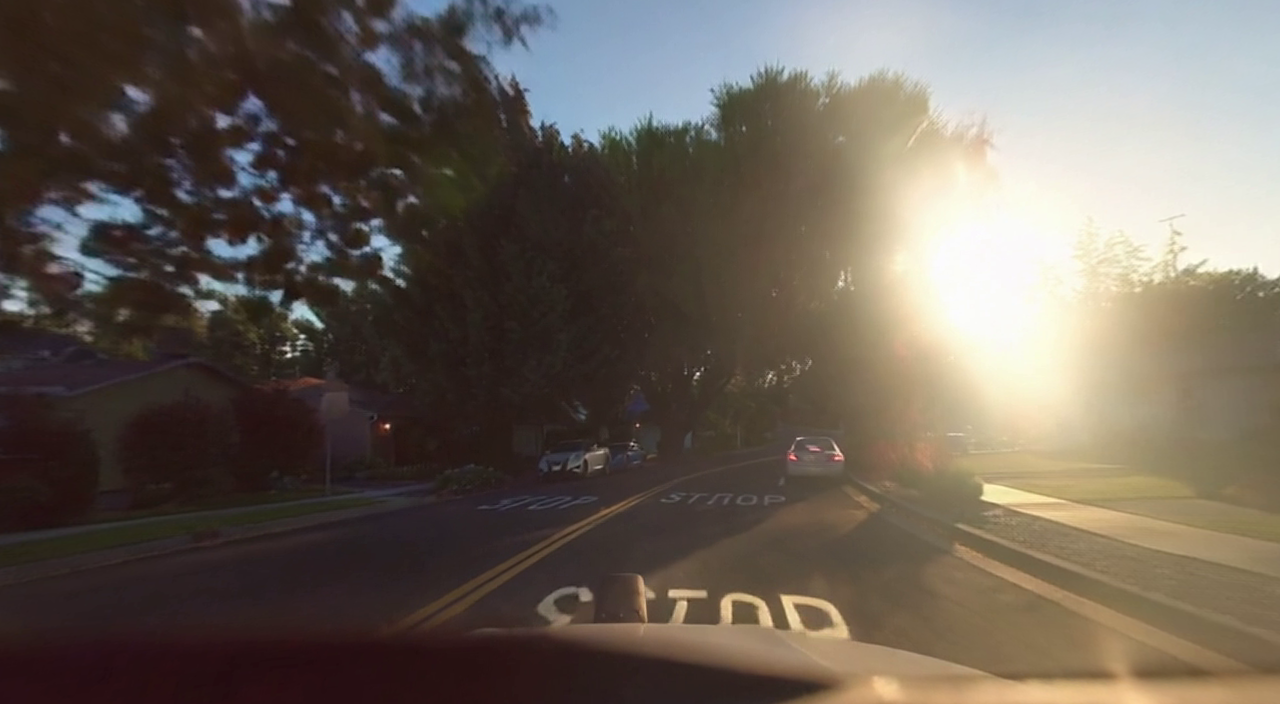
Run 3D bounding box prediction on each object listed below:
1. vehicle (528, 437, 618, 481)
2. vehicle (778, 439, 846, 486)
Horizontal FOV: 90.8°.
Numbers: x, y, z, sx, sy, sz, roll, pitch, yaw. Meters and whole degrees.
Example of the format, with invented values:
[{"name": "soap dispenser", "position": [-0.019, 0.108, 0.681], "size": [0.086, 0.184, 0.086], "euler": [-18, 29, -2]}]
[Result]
[{"name": "vehicle", "position": [-2.737, 4.559, 27.174], "size": [2.030, 1.696, 4.828], "euler": [-3, -9, 18]}, {"name": "vehicle", "position": [6.177, 3.902, 22.739], "size": [2.045, 1.478, 4.914], "euler": [-3, -9, 15]}]
